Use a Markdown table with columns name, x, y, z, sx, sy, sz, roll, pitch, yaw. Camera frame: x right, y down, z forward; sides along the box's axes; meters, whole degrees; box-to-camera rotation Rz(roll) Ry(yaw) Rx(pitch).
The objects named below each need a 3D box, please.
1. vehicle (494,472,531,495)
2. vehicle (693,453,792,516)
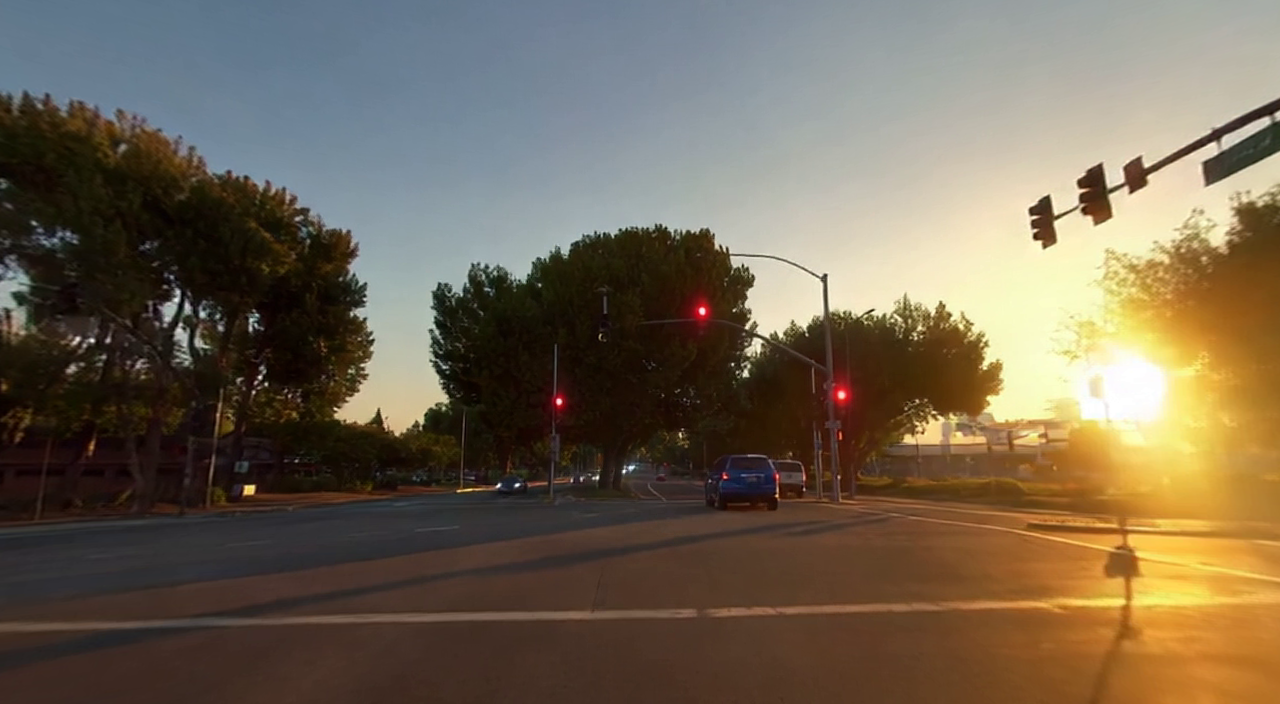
| name | x | y | z | sx | sy | sz | roll | pitch | yaw |
| --- | --- | --- | --- | --- | --- | --- | --- | --- | --- |
| vehicle | -9.027 | 9.317 | 45.056 | 1.818 | 1.397 | 4.026 | 0 | -9 | -1 |
| vehicle | 2.966 | 3.975 | 19.543 | 2.140 | 1.655 | 4.786 | 0 | -9 | -1 |
